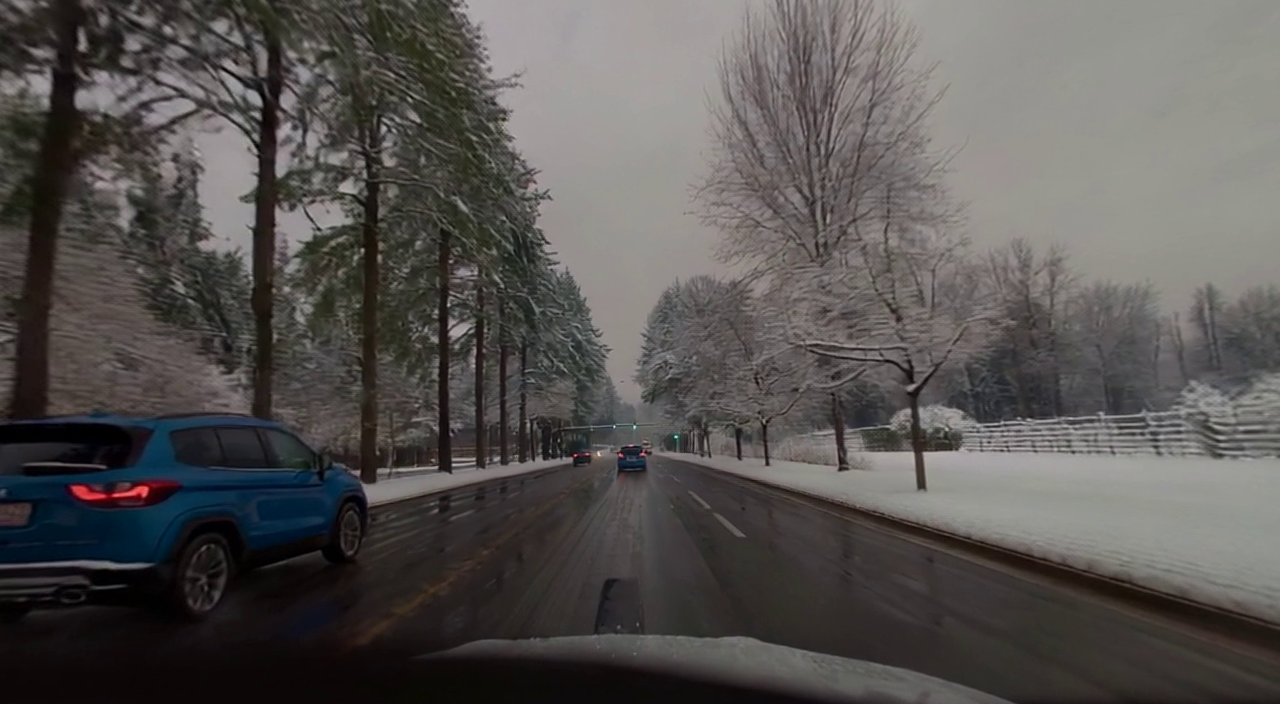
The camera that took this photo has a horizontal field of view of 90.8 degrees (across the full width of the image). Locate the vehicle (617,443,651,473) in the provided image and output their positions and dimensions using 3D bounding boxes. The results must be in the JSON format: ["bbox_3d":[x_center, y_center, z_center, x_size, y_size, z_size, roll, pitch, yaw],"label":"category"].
[{"bbox_3d":[-0.366,6.523,39.108,2.018,1.769,3.897,0,-8,0],"label":"vehicle"}]

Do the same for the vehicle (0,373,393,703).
[{"bbox_3d":[-4.042,1.303,5.590,1.860,1.741,4.479,0,-8,0],"label":"vehicle"}]

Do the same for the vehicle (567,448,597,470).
[{"bbox_3d":[-4.290,8.015,47.358,1.936,1.538,4.016,0,-8,-1],"label":"vehicle"}]
